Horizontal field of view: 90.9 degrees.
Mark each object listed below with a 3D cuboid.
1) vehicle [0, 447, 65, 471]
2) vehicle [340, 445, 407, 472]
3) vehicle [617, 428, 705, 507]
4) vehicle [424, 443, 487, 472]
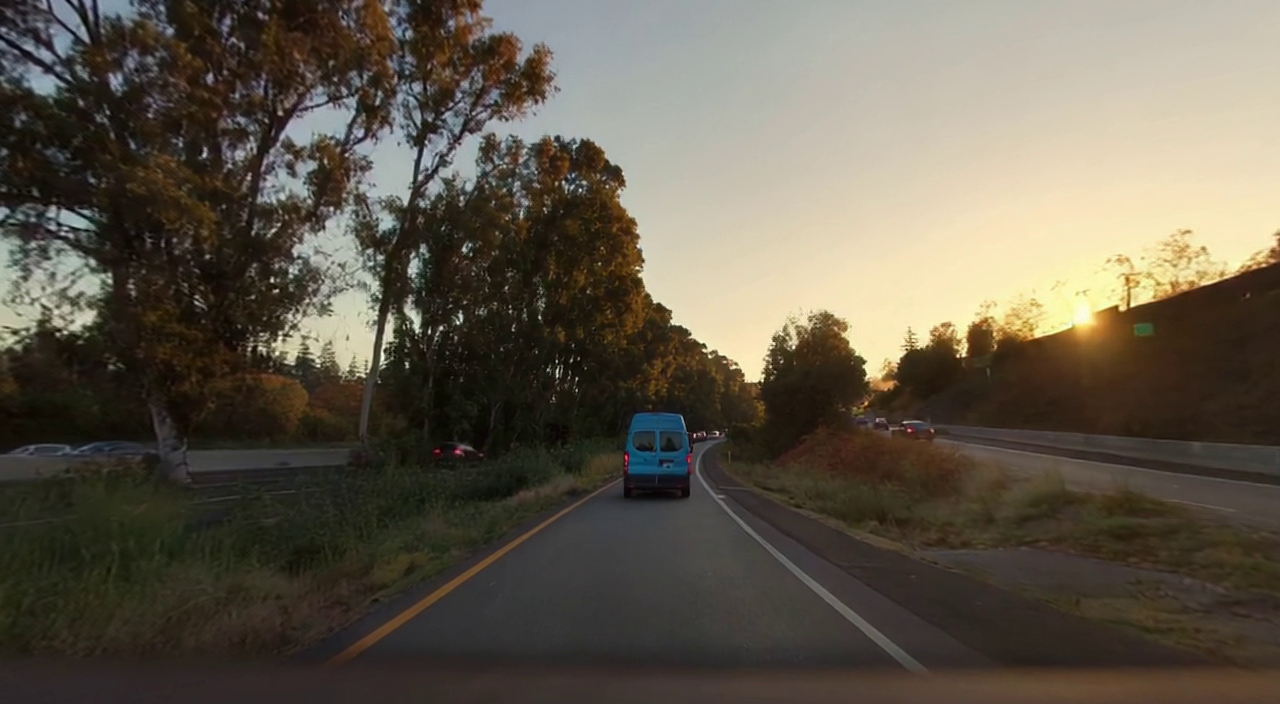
[{"bbox_3d":[-41.252,7.095,41.868,1.803,1.464,4.455,-1,-8,3],"label":"vehicle"},{"bbox_3d":[-16.047,6.423,38.243,1.933,1.485,4.454,-1,-8,4],"label":"vehicle"},{"bbox_3d":[0.504,3.048,17.107,2.043,1.821,4.558,0,-8,0],"label":"vehicle"},{"bbox_3d":[-11.547,6.584,39.871,2.050,1.676,5.319,-1,-8,4],"label":"vehicle"}]
